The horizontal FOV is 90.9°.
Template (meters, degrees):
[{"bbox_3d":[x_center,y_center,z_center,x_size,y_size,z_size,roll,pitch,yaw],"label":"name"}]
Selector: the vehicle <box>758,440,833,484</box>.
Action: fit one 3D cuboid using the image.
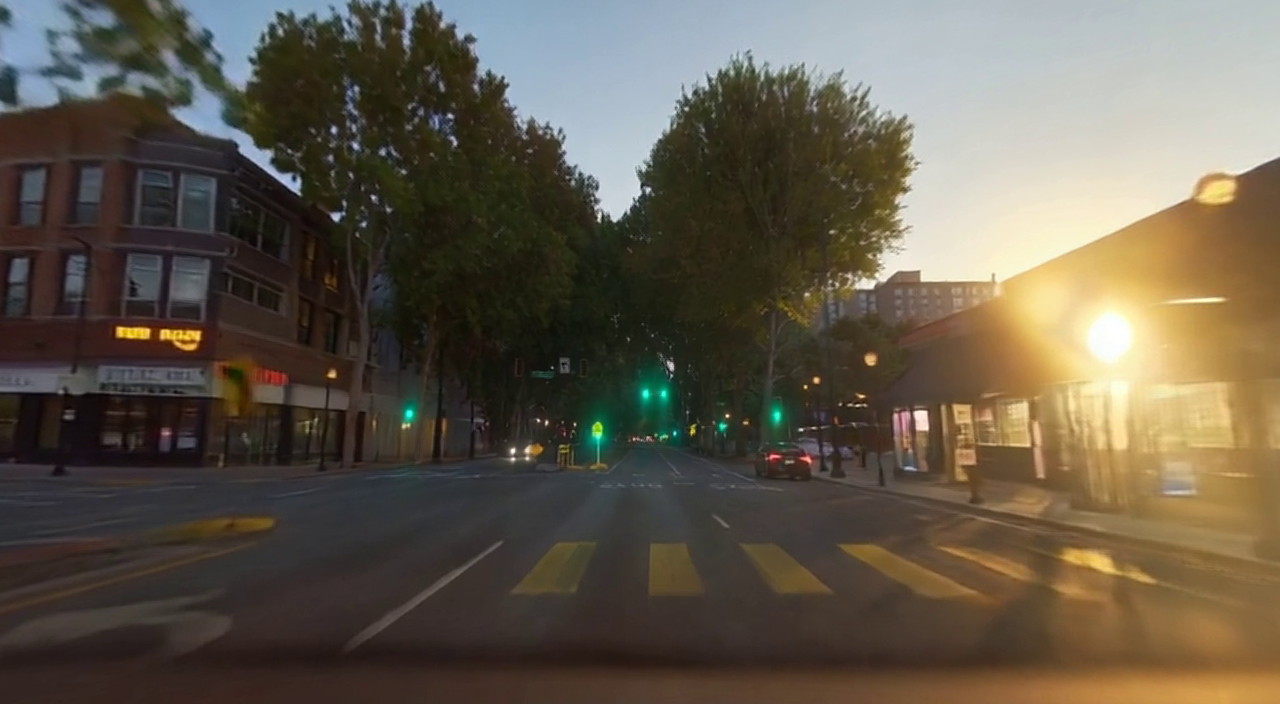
[{"bbox_3d":[6.235,4.435,25.747,1.906,1.523,4.336,4,-8,0],"label":"vehicle"}]
